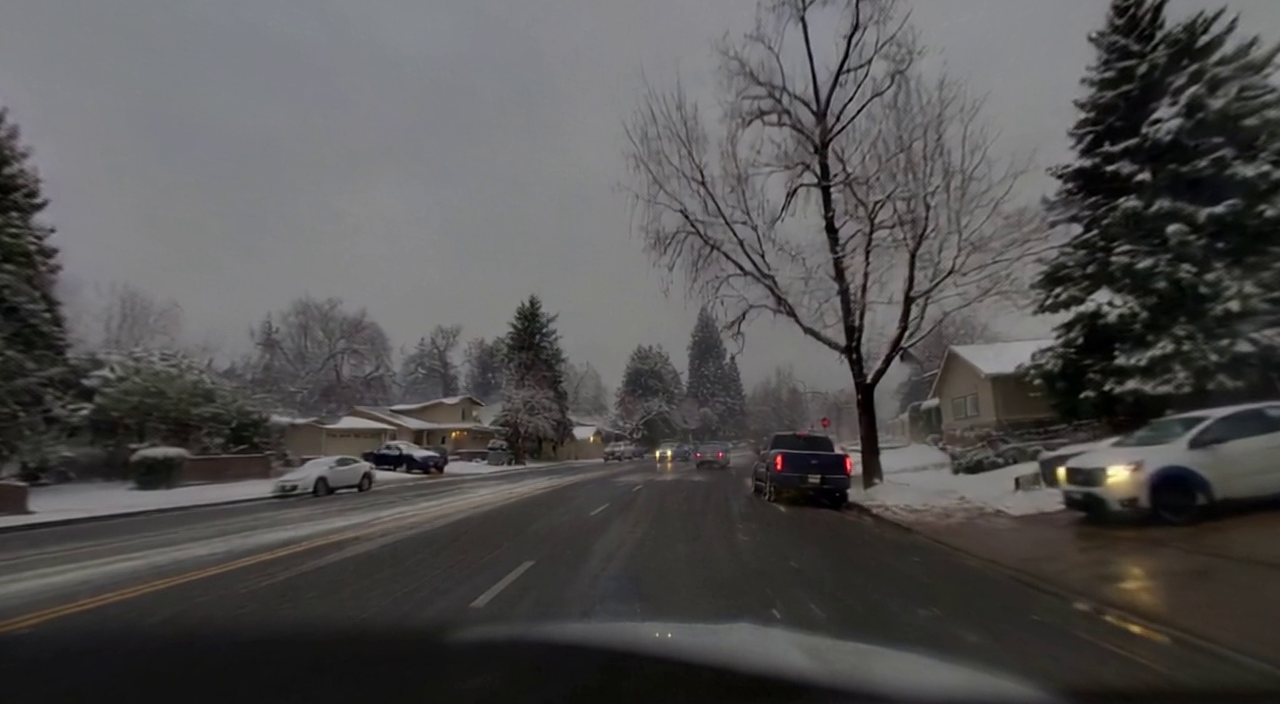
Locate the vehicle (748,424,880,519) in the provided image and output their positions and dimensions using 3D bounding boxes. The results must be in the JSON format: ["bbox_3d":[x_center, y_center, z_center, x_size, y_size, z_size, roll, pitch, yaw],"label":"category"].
[{"bbox_3d":[4.250,3.006,16.533,2.516,2.019,5.790,-1,-8,8],"label":"vehicle"}]

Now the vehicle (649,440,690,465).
[{"bbox_3d":[2.167,7.219,45.440,2.178,1.695,4.339,-2,-9,13],"label":"vehicle"}]

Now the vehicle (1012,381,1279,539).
[{"bbox_3d":[9.239,1.536,9.965,5.085,1.795,2.183,-9,-9,3],"label":"vehicle"}]

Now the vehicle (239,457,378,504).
[{"bbox_3d":[-12.277,4.755,23.794,2.118,1.496,5.030,-3,-10,6],"label":"vehicle"}]

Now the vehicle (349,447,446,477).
[{"bbox_3d":[-15.182,6.901,39.595,5.177,1.779,2.199,-1,-8,4],"label":"vehicle"}]

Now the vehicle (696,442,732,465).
[{"bbox_3d":[5.094,6.894,42.758,1.955,1.459,4.383,-2,-9,13],"label":"vehicle"}]
